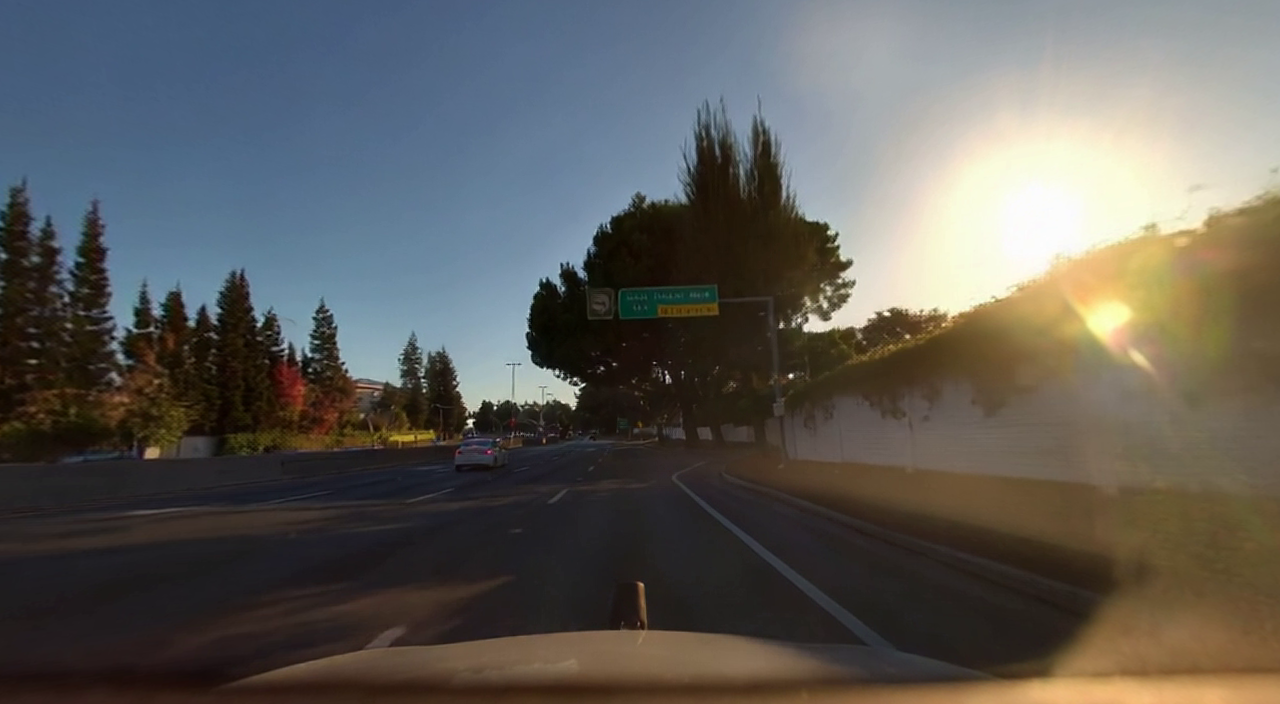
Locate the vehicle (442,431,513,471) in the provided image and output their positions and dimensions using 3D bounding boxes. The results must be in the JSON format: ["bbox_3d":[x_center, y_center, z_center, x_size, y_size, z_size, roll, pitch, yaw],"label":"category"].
[{"bbox_3d":[-7.619,4.708,30.196,2.115,1.711,4.722,0,-9,0],"label":"vehicle"}]
